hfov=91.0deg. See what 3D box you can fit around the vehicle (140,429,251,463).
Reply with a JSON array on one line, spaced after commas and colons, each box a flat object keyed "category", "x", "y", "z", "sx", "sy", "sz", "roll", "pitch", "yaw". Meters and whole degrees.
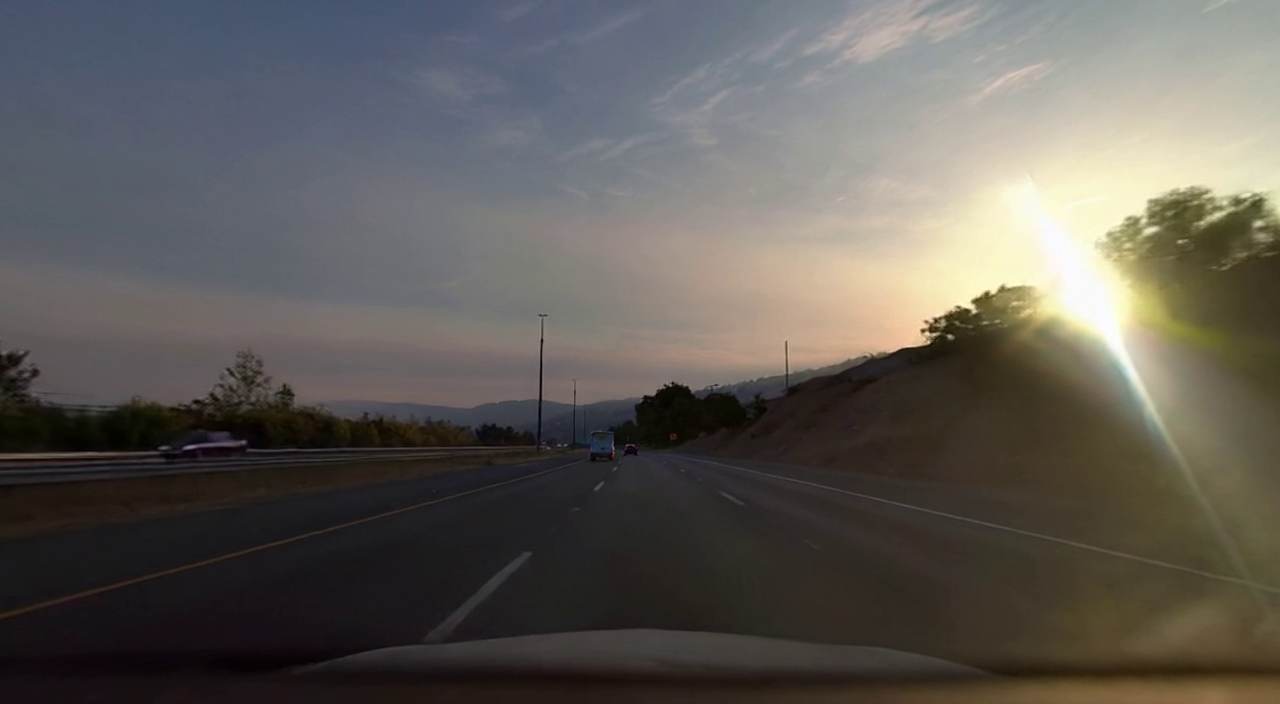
[{"category": "vehicle", "x": -28.215, "y": 6.047, "z": 40.345, "sx": 2.418, "sy": 1.957, "sz": 6.239, "roll": 0, "pitch": -9, "yaw": 2}]
